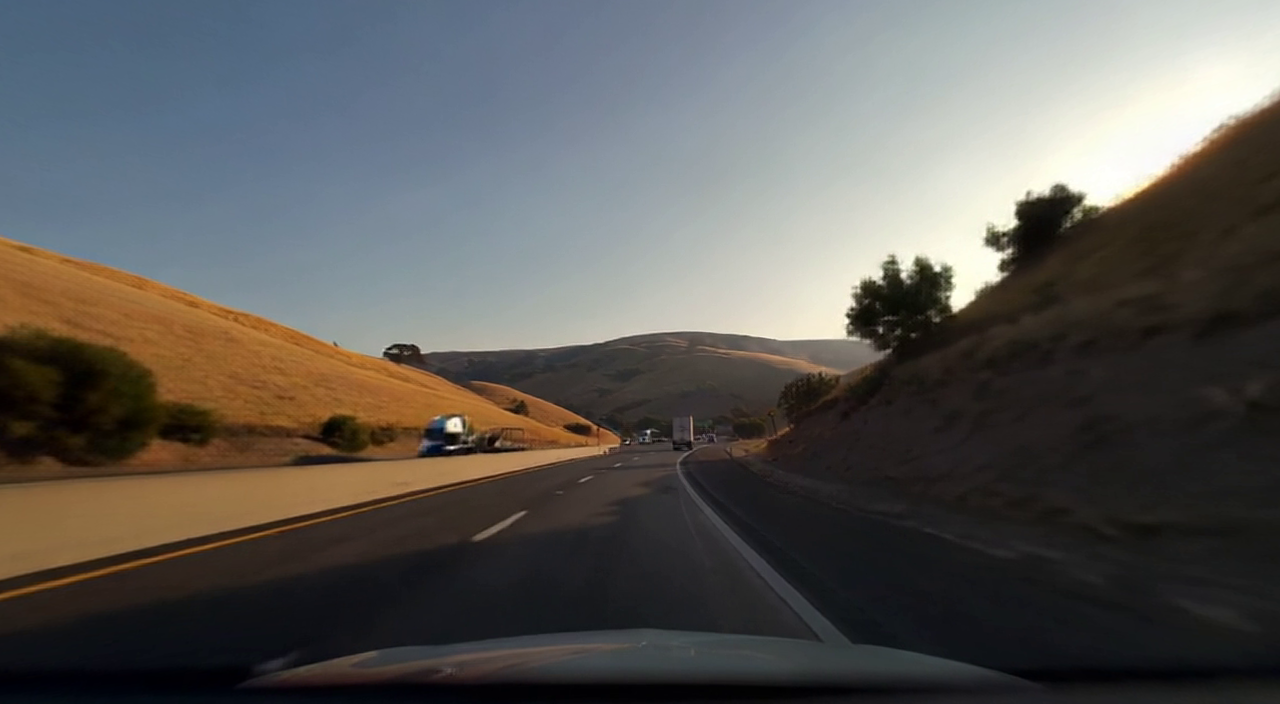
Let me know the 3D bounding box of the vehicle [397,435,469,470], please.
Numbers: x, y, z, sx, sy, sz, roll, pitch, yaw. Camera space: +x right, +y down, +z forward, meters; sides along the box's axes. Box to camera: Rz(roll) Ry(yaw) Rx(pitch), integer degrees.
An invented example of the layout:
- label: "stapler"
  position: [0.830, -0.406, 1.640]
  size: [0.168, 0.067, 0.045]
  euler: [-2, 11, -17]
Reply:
- label: "vehicle"
  position: [-10.515, 5.147, 32.366]
  size: [2.032, 1.636, 4.413]
  euler: [0, -9, 3]

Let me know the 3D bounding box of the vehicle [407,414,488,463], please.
- label: "vehicle"
  position: [-13.917, 6.440, 46.522]
  size: [2.932, 3.214, 9.129]
  euler: [0, -9, 1]
